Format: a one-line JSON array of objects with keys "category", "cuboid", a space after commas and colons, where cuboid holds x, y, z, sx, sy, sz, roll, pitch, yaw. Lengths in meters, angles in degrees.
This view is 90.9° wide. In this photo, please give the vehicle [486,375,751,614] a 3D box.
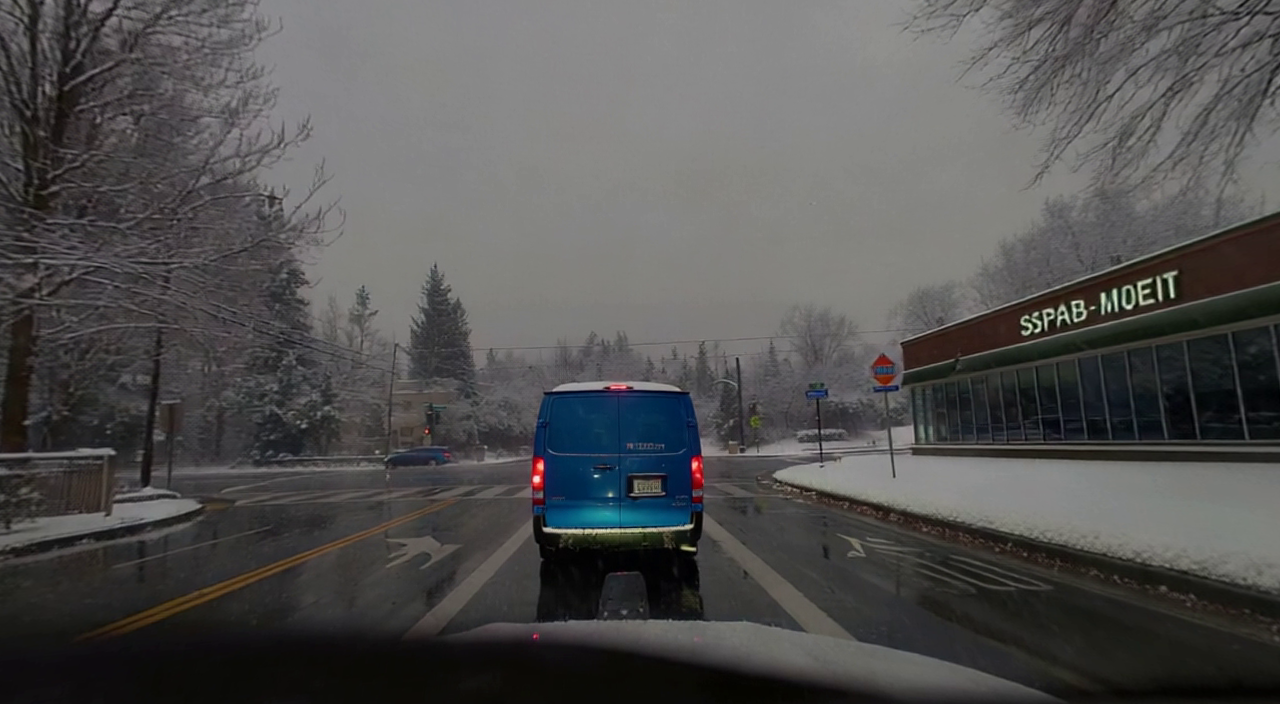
[{"category": "vehicle", "cuboid": [-0.297, 1.477, 7.281, 2.181, 1.949, 3.932, 1, -9, -4]}]
